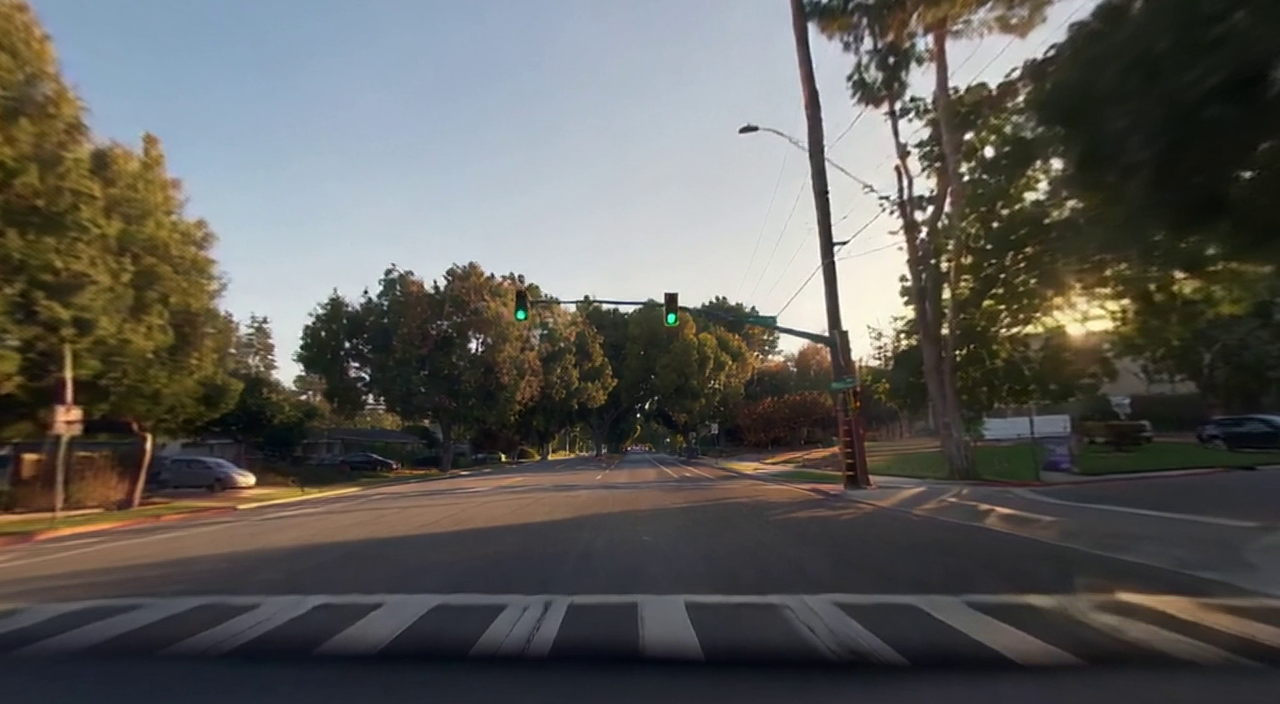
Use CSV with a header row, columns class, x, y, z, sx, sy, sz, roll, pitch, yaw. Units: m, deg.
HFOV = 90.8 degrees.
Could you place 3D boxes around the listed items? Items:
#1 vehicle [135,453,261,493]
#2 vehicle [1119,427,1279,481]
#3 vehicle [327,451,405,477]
class,x,y,z,sx,sy,sz,roll,pitch,yaw
vehicle,-20.229,5.518,29.054,4.171,1.728,2.069,0,-9,1
vehicle,19.533,3.400,21.243,5.172,1.468,1.964,-4,-11,-1
vehicle,-20.390,8.340,47.118,4.761,1.812,2.206,0,-9,-1
